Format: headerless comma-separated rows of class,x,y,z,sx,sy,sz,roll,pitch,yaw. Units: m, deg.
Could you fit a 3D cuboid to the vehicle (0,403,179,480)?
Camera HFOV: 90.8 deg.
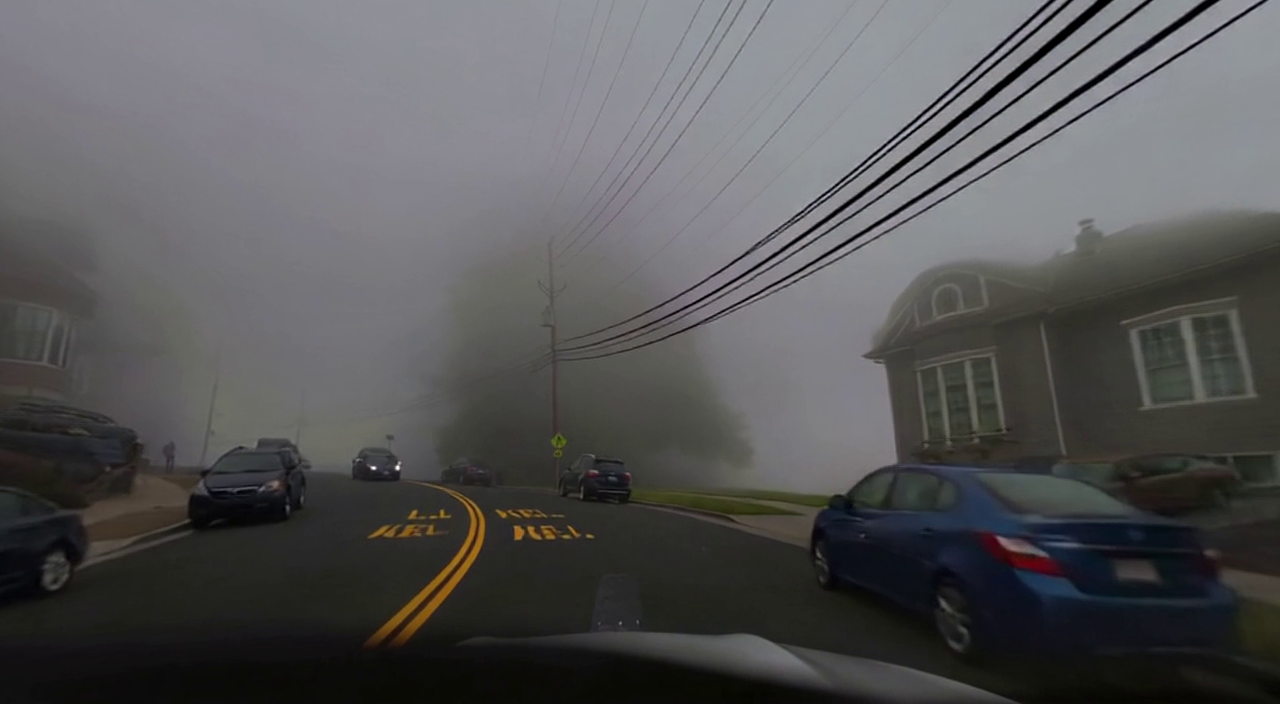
vehicle,-16.453,2.448,17.221,5.822,1.956,2.355,4,-10,-27

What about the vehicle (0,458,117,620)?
vehicle,-6.909,1.782,5.439,2.003,1.447,3.642,-5,-8,-6

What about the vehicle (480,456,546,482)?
vehicle,-8.819,8.131,44.124,2.023,1.586,4.163,-8,-11,40

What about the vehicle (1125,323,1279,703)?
vehicle,3.141,0.535,0.313,1.974,1.769,4.610,0,-9,-2

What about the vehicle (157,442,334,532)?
vehicle,-8.650,2.912,14.417,2.023,1.674,4.556,2,-9,-14

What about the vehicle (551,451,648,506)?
vehicle,-1.578,4.406,22.464,1.994,1.682,4.750,4,-10,-22

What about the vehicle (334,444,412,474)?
vehicle,-19.493,7.767,46.016,5.504,1.869,2.449,-6,-17,35

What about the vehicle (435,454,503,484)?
vehicle,-9.916,6.685,36.465,1.923,1.531,4.568,7,-11,-40

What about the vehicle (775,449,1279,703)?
vehicle,2.926,1.611,5.558,2.078,1.484,4.589,1,-9,-5
